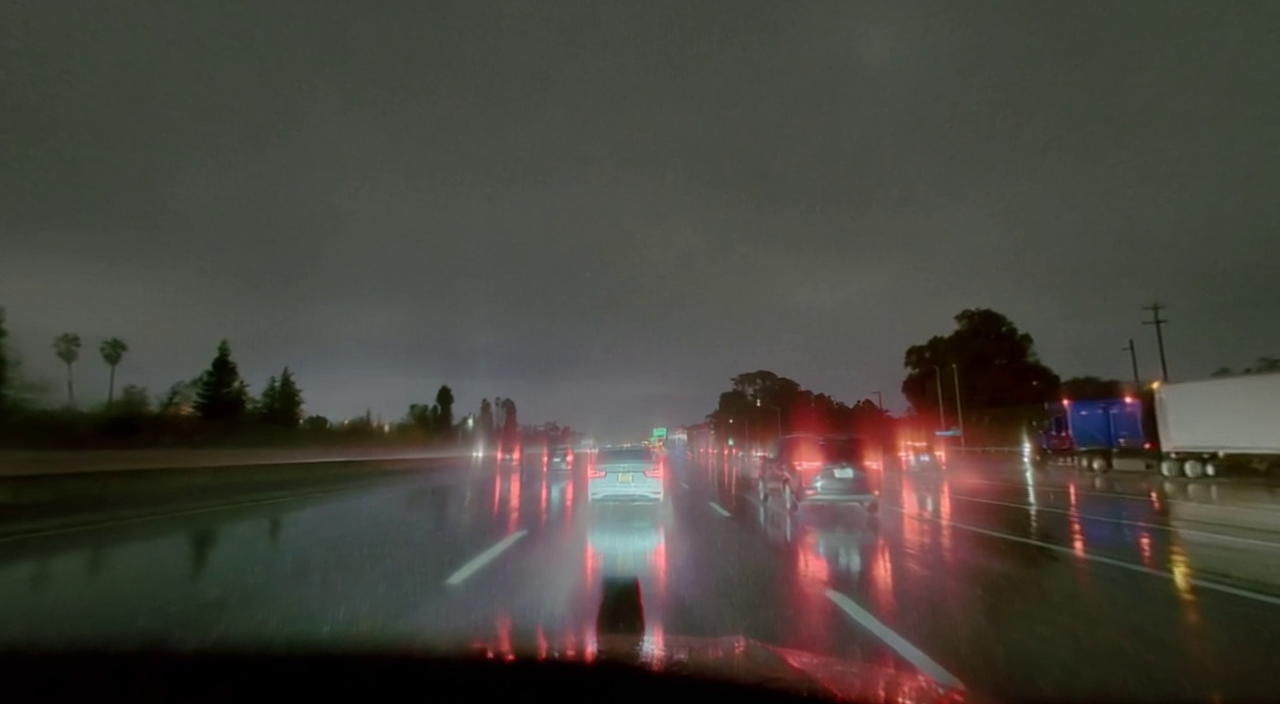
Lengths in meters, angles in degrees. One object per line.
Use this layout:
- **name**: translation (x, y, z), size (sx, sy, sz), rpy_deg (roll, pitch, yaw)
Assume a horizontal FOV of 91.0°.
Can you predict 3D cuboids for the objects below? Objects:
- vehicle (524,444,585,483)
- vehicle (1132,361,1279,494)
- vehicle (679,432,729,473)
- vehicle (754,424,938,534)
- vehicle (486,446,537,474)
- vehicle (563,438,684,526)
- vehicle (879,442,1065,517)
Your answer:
- **vehicle**: translation (-3.630, 4.836, 27.510), size (1.926, 1.542, 4.329), rpy_deg (0, -9, 1)
- **vehicle**: translation (21.374, 2.285, 19.138), size (2.970, 4.079, 10.086), rpy_deg (3, -9, -14)
- **vehicle**: translation (3.809, 6.158, 38.576), size (2.440, 2.313, 5.266), rpy_deg (0, -9, 0)
- **vehicle**: translation (3.543, 2.267, 11.804), size (2.053, 1.666, 4.106), rpy_deg (0, -9, 0)
- **vehicle**: translation (-7.786, 6.606, 38.740), size (2.032, 1.549, 4.850), rpy_deg (0, -9, 1)
- **vehicle**: translation (-0.260, 2.598, 13.122), size (2.132, 1.499, 4.038), rpy_deg (0, -9, 1)
- **vehicle**: translation (7.618, 2.937, 15.084), size (2.021, 1.505, 4.480), rpy_deg (0, -9, 0)
